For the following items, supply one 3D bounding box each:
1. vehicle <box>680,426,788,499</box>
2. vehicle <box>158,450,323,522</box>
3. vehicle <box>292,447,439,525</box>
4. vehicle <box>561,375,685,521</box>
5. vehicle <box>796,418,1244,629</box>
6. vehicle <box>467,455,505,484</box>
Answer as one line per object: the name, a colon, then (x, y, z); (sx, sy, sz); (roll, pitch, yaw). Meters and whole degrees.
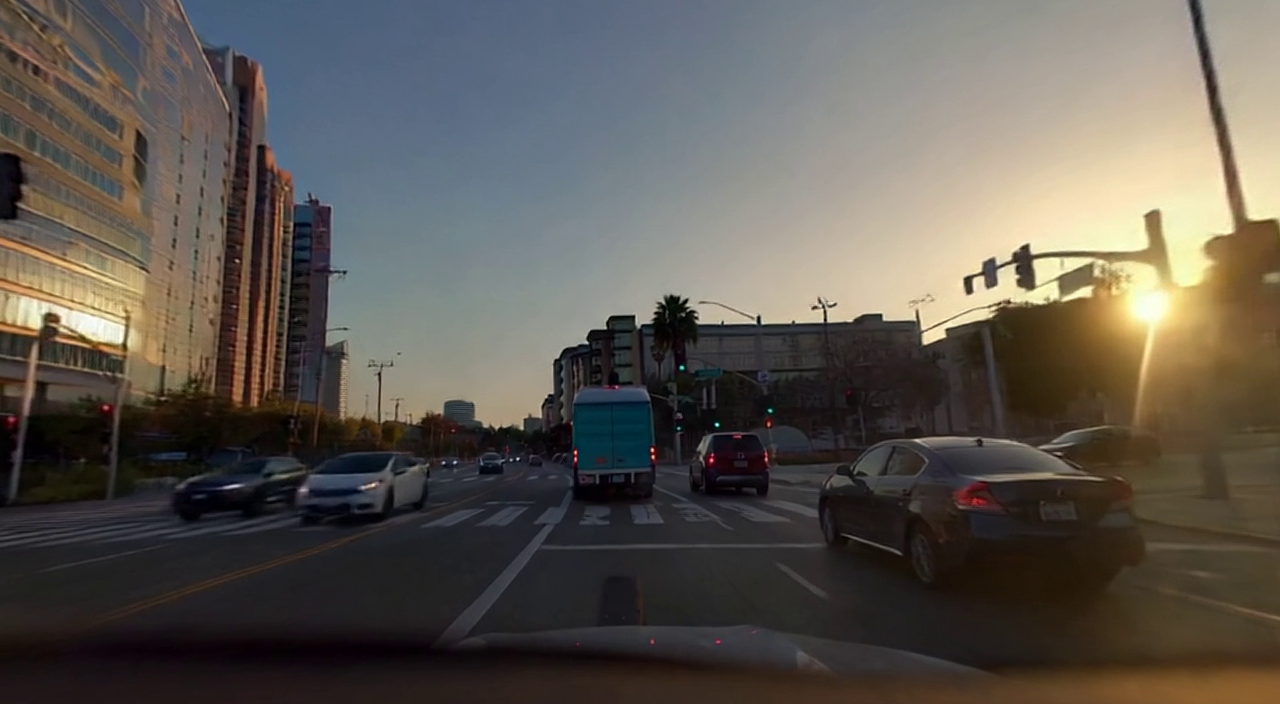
vehicle: (2.721, 3.411, 19.808); (2.157, 1.944, 5.423); (0, -9, -5)
vehicle: (-10.603, 3.536, 17.136); (1.959, 1.636, 4.159); (0, -9, -4)
vehicle: (-6.221, 3.030, 14.802); (1.878, 1.540, 3.939); (0, -9, -4)
vehicle: (-0.650, 2.396, 15.944); (2.517, 2.926, 6.177); (0, -9, -6)
vehicle: (3.377, 1.604, 6.977); (1.978, 1.507, 4.636); (0, -9, -1)
vehicle: (-9.199, 7.004, 37.765); (1.810, 1.546, 3.981); (1, -9, -8)
